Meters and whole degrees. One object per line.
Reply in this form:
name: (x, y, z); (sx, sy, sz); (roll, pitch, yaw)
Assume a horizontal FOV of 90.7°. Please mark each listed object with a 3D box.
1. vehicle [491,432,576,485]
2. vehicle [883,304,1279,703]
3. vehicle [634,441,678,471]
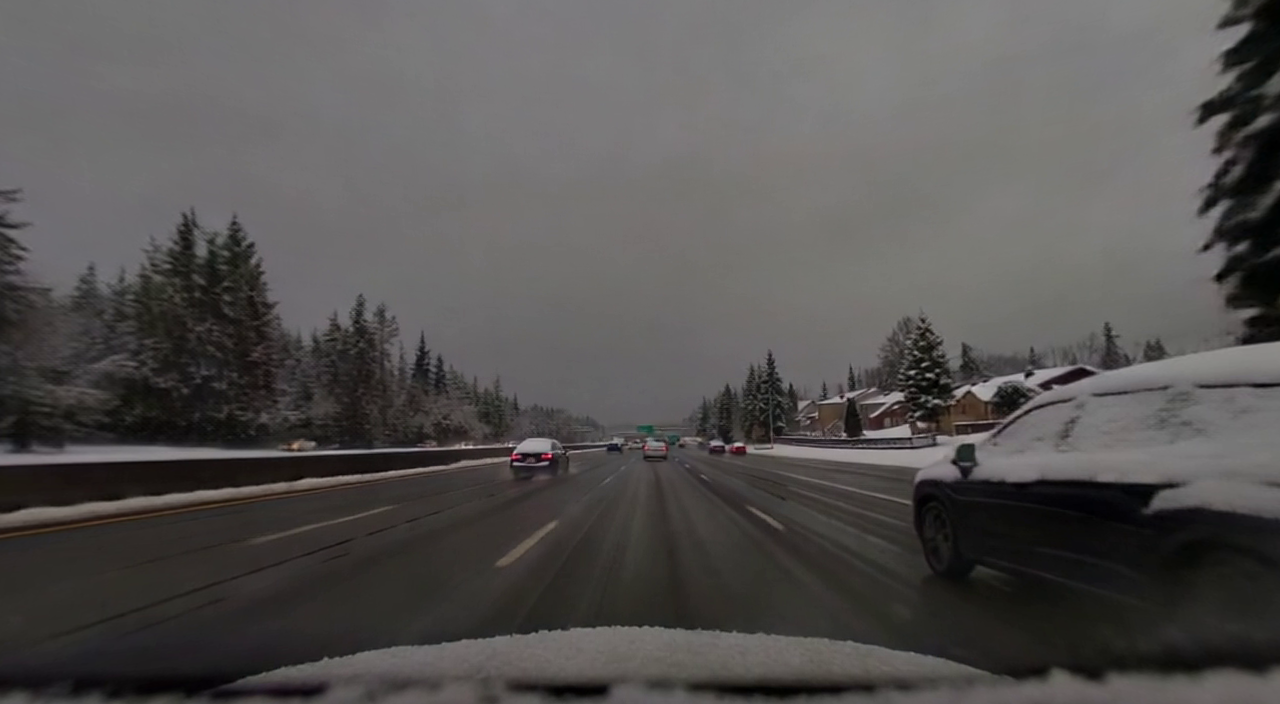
vehicle: (-3.665, 3.760, 22.666); (2.260, 1.706, 4.177); (0, -8, 1)
vehicle: (3.673, 0.927, 3.621); (2.463, 1.851, 5.122); (0, -8, -1)
vehicle: (0.824, 5.488, 33.533); (2.146, 1.485, 4.332); (0, -8, 1)
